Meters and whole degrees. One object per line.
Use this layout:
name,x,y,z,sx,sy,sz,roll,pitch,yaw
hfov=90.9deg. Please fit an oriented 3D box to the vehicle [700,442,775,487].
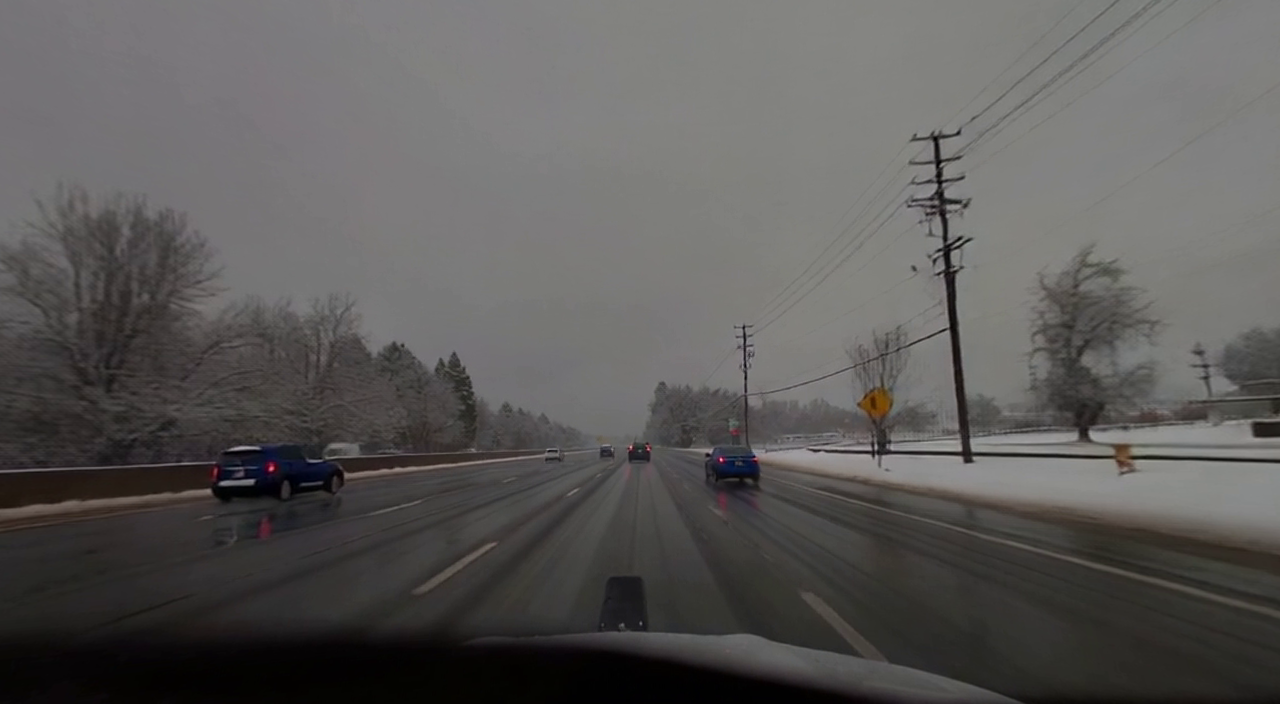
vehicle,3.572,4.204,23.934,2.060,1.526,4.387,0,-8,-1

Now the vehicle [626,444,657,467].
vehicle,0.098,7.159,43.739,2.036,1.474,3.969,0,-8,0

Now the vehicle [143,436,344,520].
vehicle,-10.403,3.304,17.195,2.241,1.810,4.966,-3,-8,1
